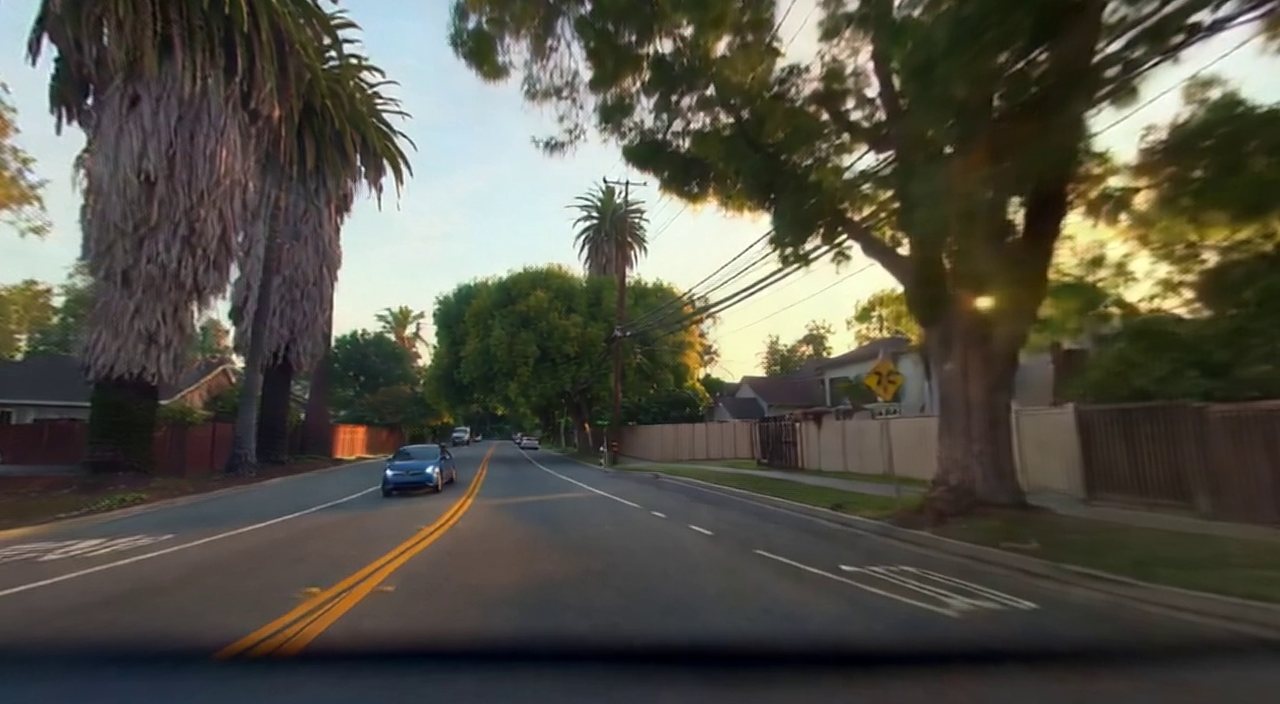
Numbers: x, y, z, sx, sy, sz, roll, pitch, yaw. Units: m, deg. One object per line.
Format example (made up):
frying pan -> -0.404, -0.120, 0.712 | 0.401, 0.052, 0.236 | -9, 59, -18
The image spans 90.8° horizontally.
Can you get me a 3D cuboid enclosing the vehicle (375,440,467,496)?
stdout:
vehicle -> -6.692, 3.547, 19.808 | 2.061, 1.510, 4.457 | 1, -9, -11
